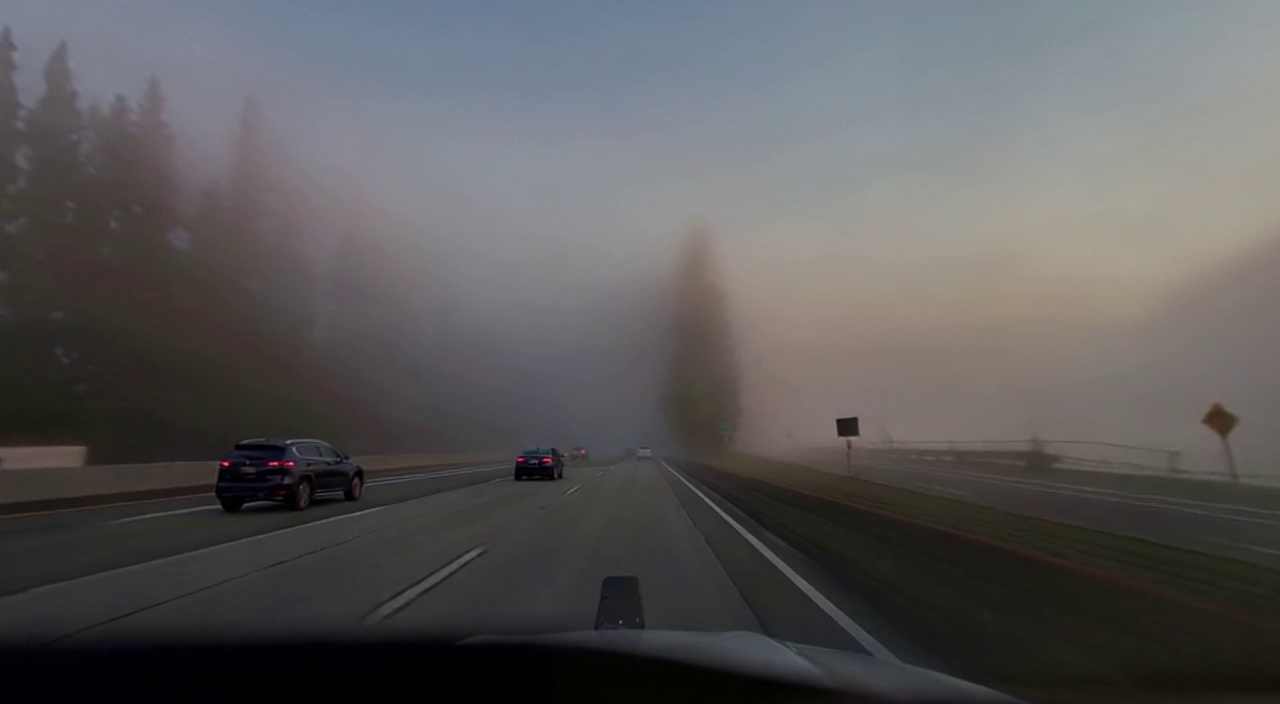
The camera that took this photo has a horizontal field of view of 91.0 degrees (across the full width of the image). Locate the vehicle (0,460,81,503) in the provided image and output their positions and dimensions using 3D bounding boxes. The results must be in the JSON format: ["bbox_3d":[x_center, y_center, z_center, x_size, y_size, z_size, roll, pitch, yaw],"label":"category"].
[{"bbox_3d":[-35.679,7.274,35.586,2.397,2.184,6.189,0,-9,1],"label":"vehicle"}]

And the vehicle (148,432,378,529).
[{"bbox_3d":[-7.268,2.492,12.786,2.007,1.616,4.141,0,-9,1],"label":"vehicle"}]

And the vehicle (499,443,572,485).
[{"bbox_3d":[-4.127,4.529,25.781,2.104,1.558,4.639,0,-9,1],"label":"vehicle"}]
